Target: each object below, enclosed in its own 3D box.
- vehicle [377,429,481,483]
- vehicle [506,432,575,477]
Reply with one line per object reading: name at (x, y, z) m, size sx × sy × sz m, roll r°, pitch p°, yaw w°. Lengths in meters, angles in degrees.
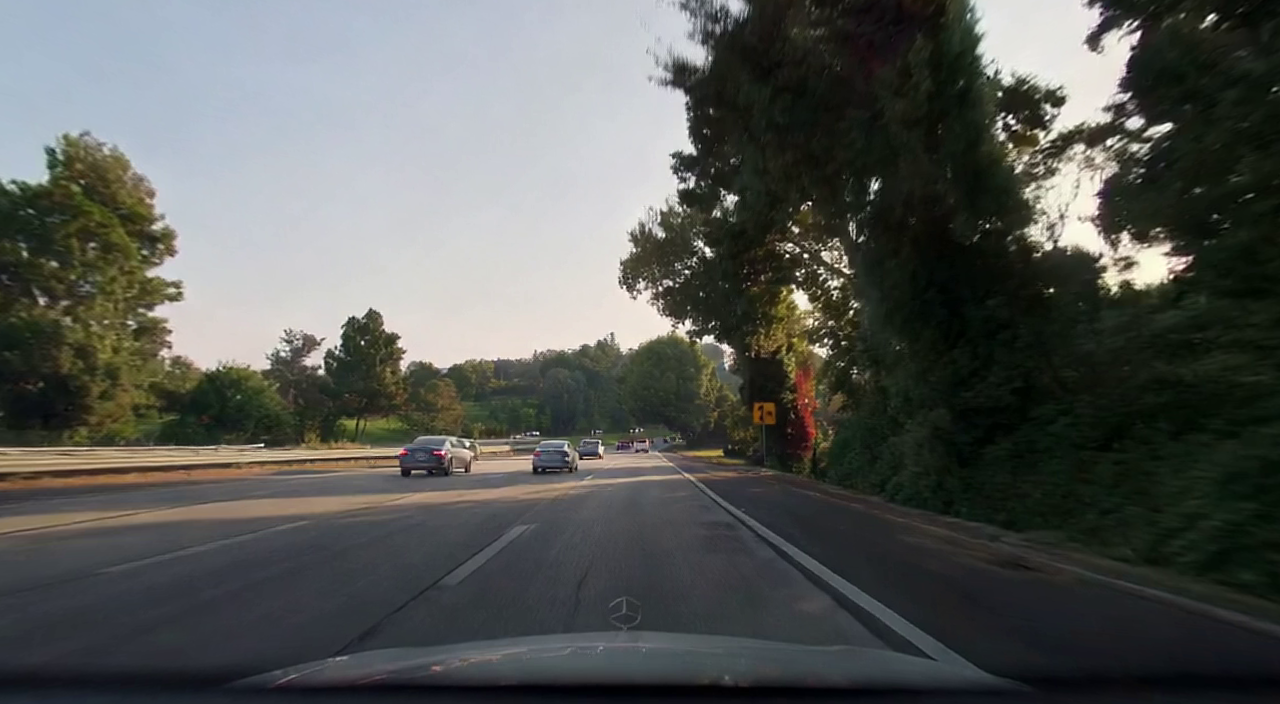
vehicle at (-7.377, 3.698, 22.571) m, size 2.108 × 1.686 × 4.556 m, roll 0°, pitch -9°, yaw 1°
vehicle at (-4.003, 4.230, 26.067) m, size 2.035 × 1.673 × 4.469 m, roll 0°, pitch -9°, yaw 1°
